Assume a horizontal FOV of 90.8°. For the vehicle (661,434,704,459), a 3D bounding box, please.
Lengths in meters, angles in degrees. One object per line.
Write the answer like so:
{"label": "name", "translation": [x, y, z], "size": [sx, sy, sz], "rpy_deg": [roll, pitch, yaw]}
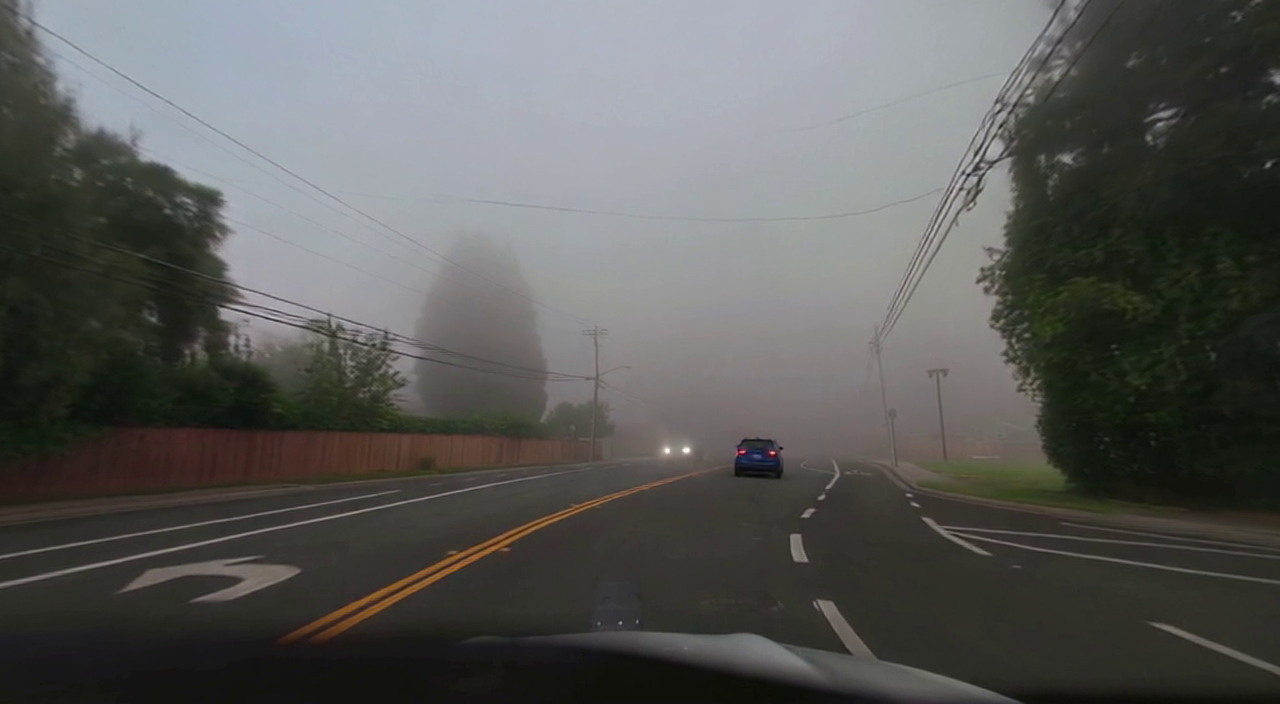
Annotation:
{"label": "vehicle", "translation": [3.044, 6.683, 44.671], "size": [2.226, 1.664, 4.342], "rpy_deg": [-2, -8, 14]}

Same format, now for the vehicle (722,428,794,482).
{"label": "vehicle", "translation": [4.218, 3.553, 22.099], "size": [2.139, 1.699, 3.916], "rpy_deg": [-2, -8, 15]}
